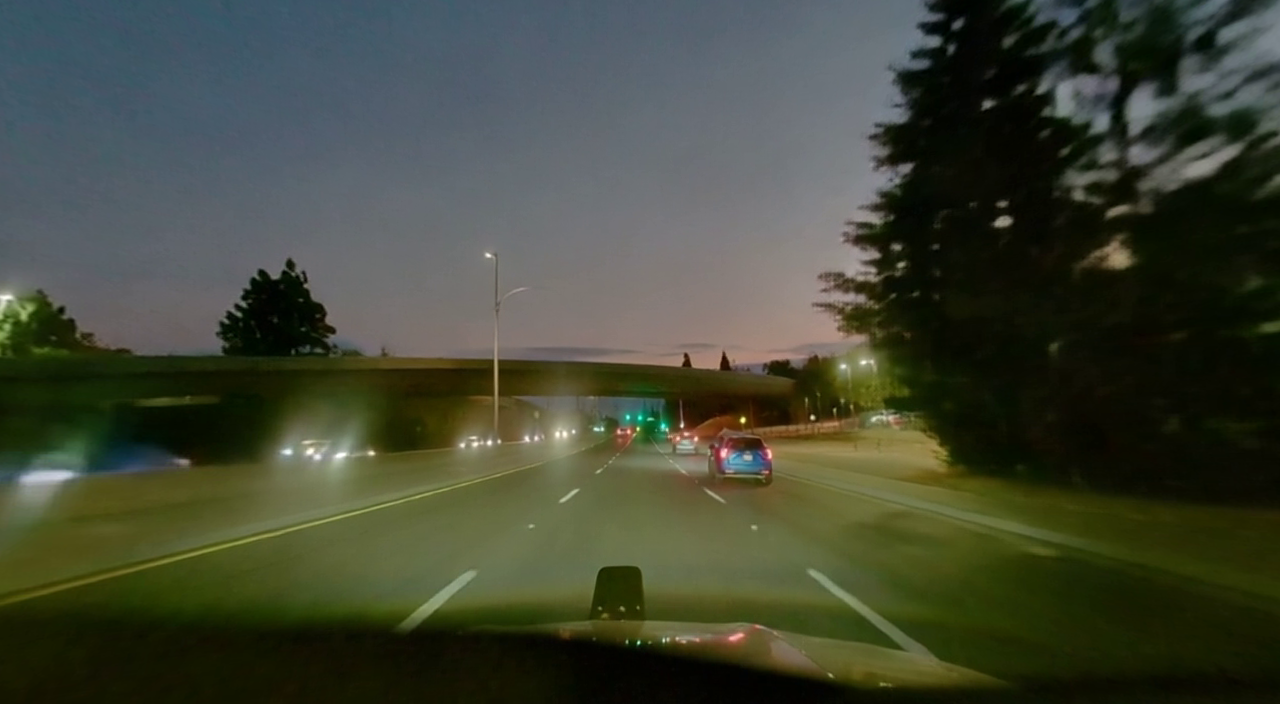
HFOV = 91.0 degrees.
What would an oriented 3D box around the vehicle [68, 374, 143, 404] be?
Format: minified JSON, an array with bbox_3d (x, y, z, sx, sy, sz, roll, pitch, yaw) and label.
[{"bbox_3d":[-41.844,2.909,49.347,4.034,1.787,2.001,-3,-14,5],"label":"vehicle"}]

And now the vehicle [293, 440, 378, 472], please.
[{"bbox_3d":[-15.438,5.276,32.267,1.906,1.509,4.772,0,-9,1],"label":"vehicle"}]

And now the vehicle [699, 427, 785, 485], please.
[{"bbox_3d":[3.265,3.448,21.077,2.110,1.712,4.489,0,-9,0],"label":"vehicle"}]

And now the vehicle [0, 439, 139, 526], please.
[{"bbox_3d":[-12.163,2.372,11.581,1.961,1.512,4.747,0,-9,0],"label":"vehicle"}]
